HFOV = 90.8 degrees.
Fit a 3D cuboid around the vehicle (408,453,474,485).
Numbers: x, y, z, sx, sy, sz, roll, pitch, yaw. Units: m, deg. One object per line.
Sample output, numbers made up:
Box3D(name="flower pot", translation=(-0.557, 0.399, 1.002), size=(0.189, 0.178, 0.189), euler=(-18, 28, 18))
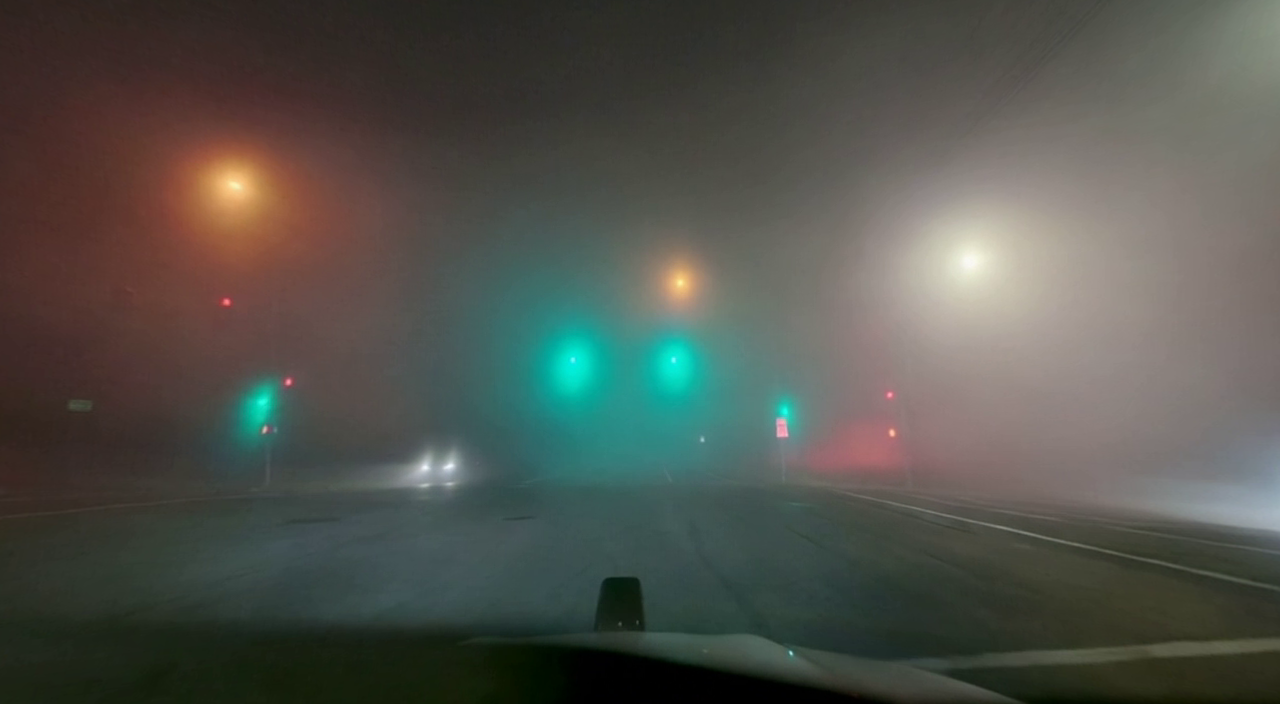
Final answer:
Box3D(name="vehicle", translation=(-10.370, 6.120, 33.273), size=(1.983, 1.482, 4.190), euler=(-1, -9, 1))
